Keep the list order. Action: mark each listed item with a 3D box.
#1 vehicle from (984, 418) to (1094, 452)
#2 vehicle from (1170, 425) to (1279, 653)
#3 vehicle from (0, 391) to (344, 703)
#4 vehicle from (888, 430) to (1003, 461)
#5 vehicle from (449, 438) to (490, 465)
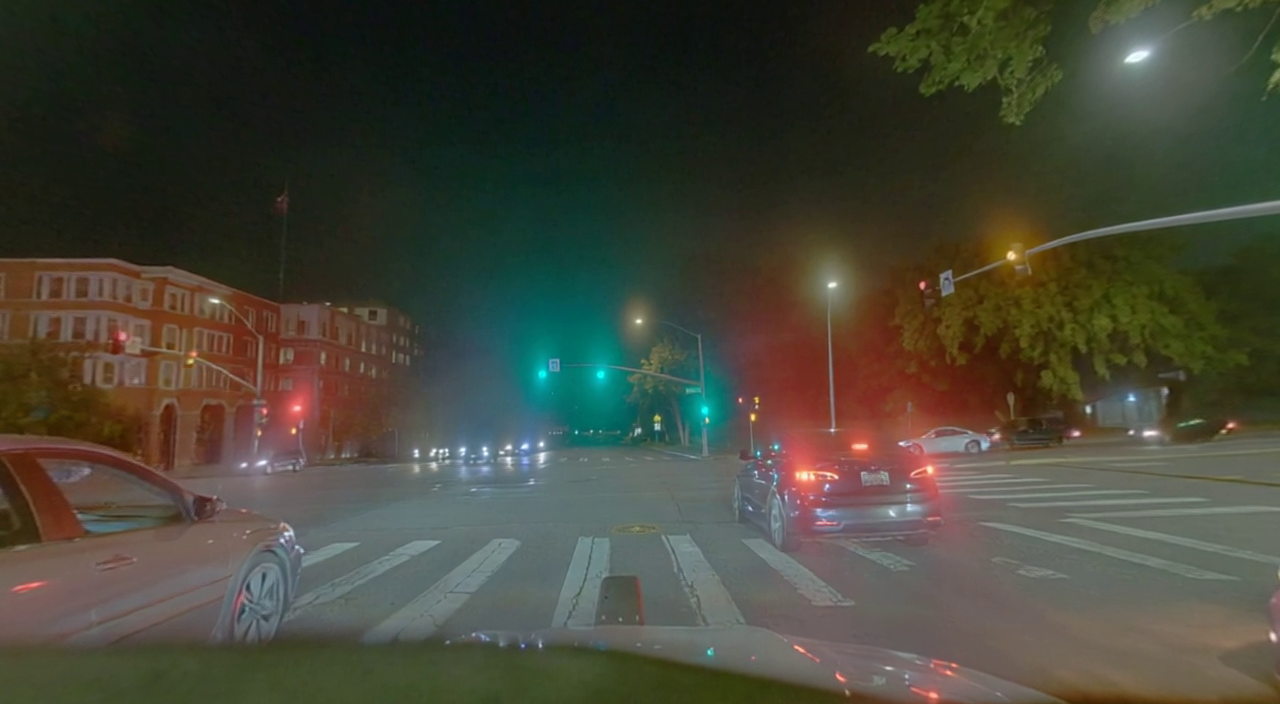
[{"bbox_3d":[22.026,4.606,35.001,4.611,1.797,2.096,0,-8,-2],"label":"vehicle"},{"bbox_3d":[4.944,0.980,2.553,1.949,1.449,4.530,-1,-8,5],"label":"vehicle"},{"bbox_3d":[-3.070,0.892,2.162,1.919,1.478,4.720,0,-8,-1],"label":"vehicle"},{"bbox_3d":[15.196,4.675,31.606,4.660,1.495,2.007,0,-8,-2],"label":"vehicle"},{"bbox_3d":[-12.792,7.416,47.586,2.051,1.715,4.346,-2,-6,-2],"label":"vehicle"}]
